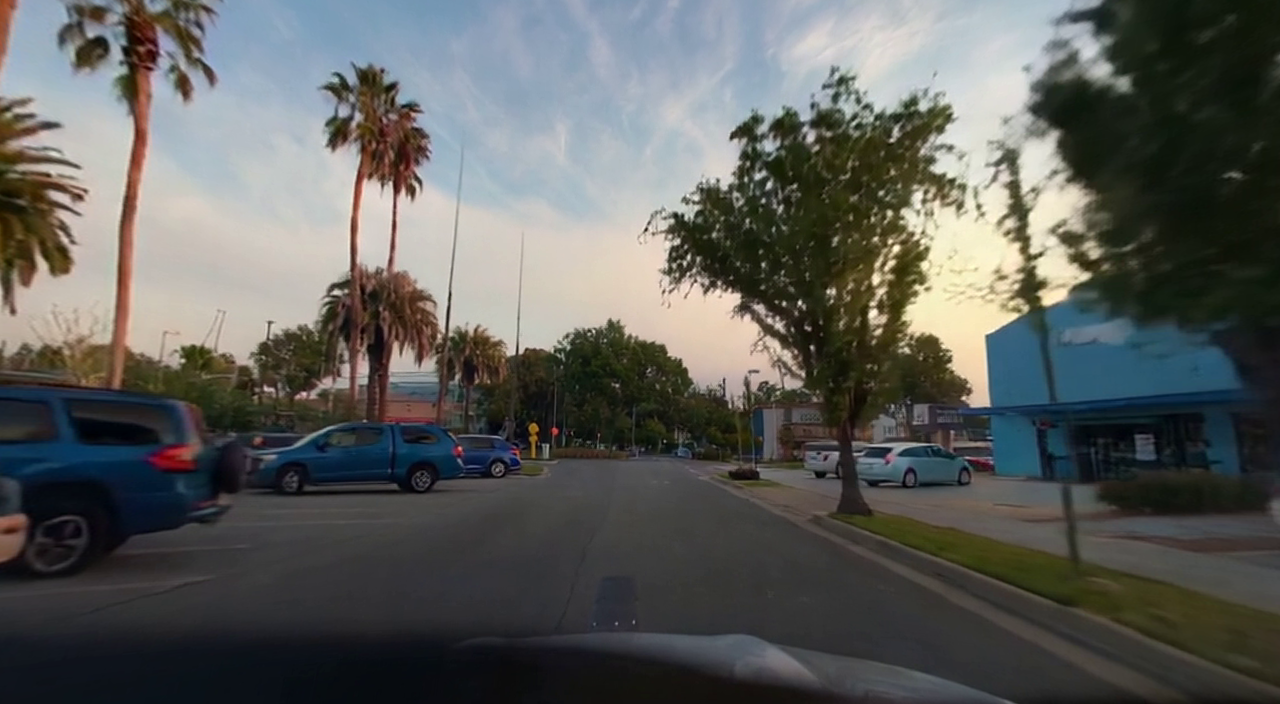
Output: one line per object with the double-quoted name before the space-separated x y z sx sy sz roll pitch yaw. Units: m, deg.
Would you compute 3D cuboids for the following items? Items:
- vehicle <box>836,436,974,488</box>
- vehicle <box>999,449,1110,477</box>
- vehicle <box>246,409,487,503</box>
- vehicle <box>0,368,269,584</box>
"vehicle" 9.833 4.082 23.444 4.758 1.759 2.068 5 -11 -28
"vehicle" 24.911 6.686 38.210 1.785 1.539 5.214 7 -11 -34
"vehicle" -6.325 2.408 14.877 4.787 1.867 2.092 6 -10 -34
"vehicle" -6.441 1.160 6.107 4.652 1.834 1.956 3 -9 -24
